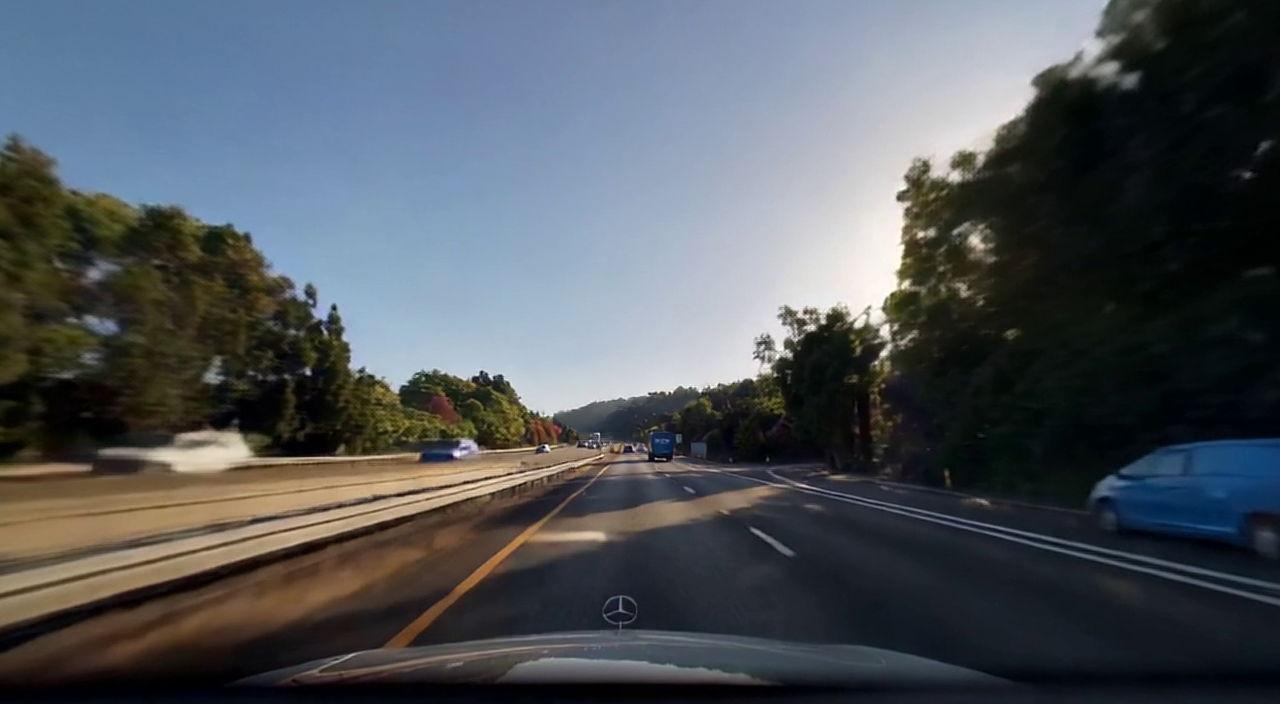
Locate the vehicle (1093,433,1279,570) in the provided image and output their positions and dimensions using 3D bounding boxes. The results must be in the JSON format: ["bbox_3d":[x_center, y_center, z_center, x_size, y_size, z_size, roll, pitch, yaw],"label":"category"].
[{"bbox_3d":[7.904,1.745,7.597,1.942,1.462,3.926,0,-9,1],"label":"vehicle"}]

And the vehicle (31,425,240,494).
[{"bbox_3d":[-12.685,2.759,16.245,1.965,1.531,4.110,0,-9,0],"label":"vehicle"}]

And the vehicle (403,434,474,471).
[{"bbox_3d":[-8.727,4.412,27.557,1.835,1.514,3.837,0,-9,0],"label":"vehicle"}]
